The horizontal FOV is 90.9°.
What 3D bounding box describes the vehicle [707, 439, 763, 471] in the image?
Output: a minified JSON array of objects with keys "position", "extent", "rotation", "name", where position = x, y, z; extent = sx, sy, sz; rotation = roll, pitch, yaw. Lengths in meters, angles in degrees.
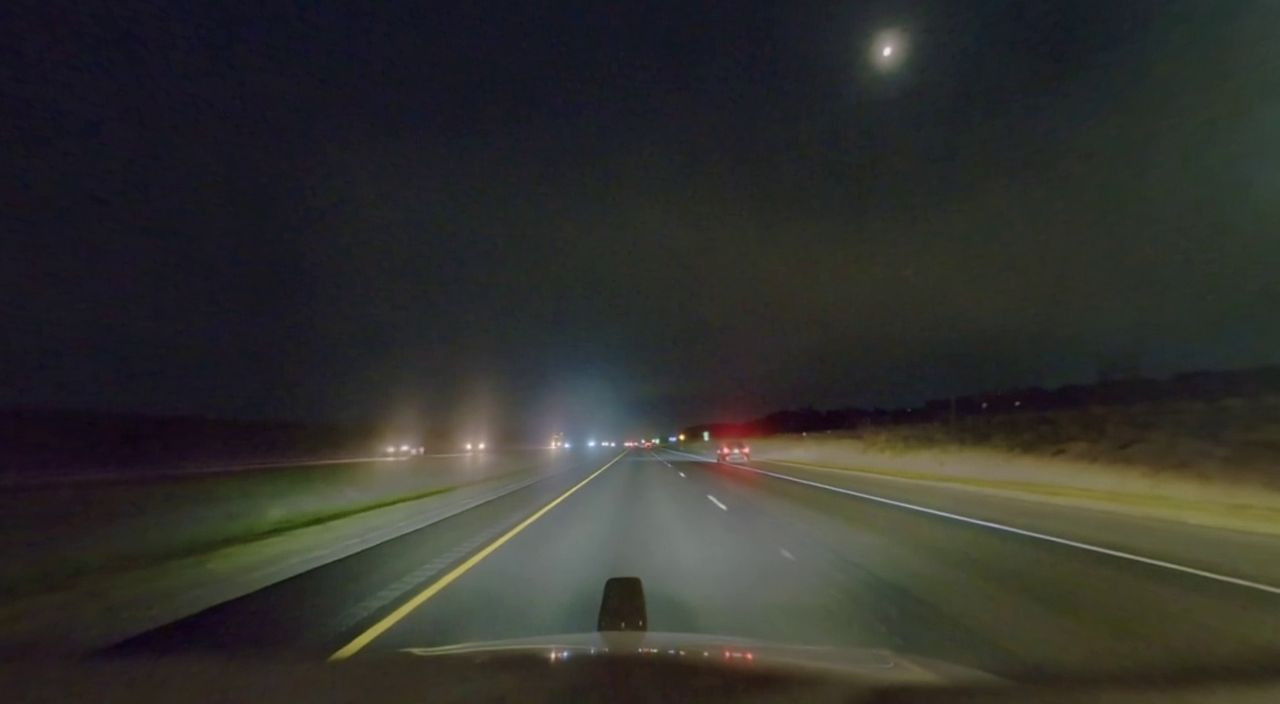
[{"position":[4.646,5.113,31.453],"extent":[2.012,1.476,4.256],"rotation":[0,-8,-1],"name":"vehicle"}]
